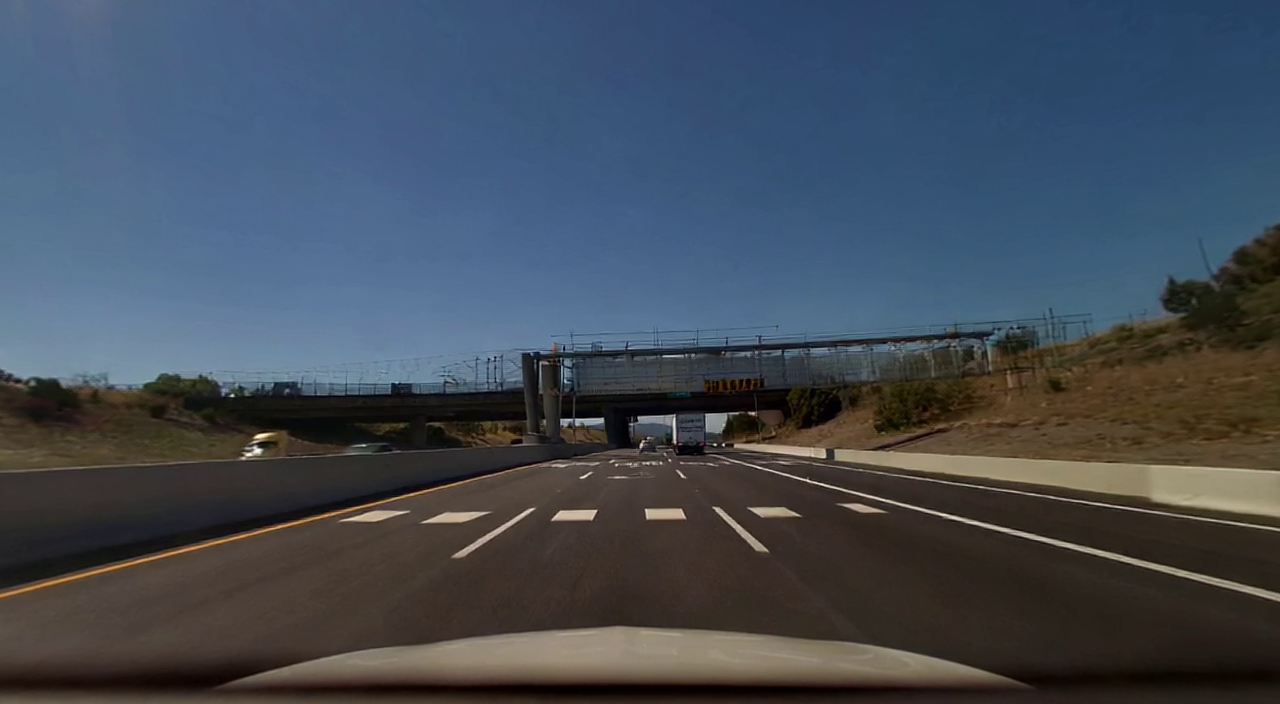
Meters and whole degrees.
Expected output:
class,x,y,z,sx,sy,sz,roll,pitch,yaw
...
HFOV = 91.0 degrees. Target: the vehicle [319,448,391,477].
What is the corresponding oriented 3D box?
class,x,y,z,sx,sy,sz,roll,pitch,yaw
vehicle,-15.869,6.147,35.325,2.019,1.431,4.362,-1,-8,0
